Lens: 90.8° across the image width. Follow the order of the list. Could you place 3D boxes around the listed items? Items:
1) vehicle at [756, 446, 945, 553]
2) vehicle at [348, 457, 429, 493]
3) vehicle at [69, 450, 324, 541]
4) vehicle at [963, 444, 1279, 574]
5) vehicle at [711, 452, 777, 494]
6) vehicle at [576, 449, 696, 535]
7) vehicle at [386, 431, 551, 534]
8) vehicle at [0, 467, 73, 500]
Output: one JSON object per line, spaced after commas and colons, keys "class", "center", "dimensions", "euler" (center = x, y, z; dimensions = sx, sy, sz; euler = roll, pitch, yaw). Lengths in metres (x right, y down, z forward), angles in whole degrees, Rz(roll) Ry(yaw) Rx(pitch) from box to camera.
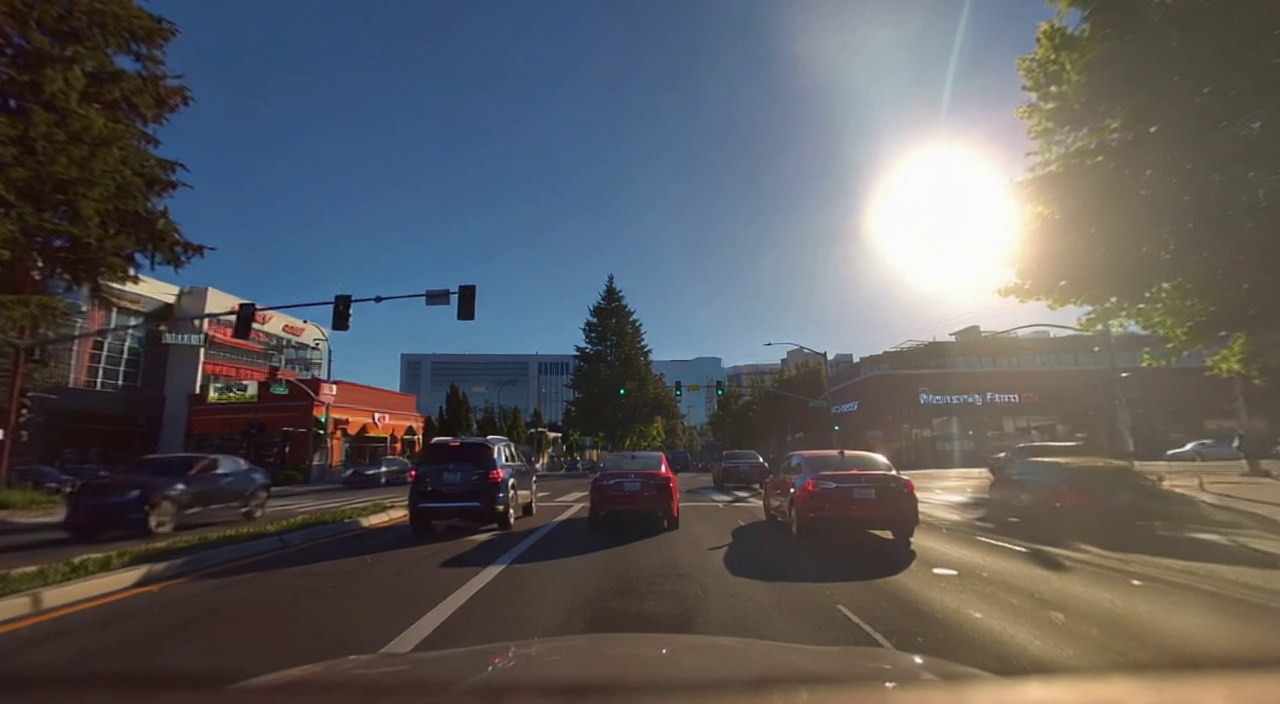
{"class": "vehicle", "center": [3.405, 2.437, 11.192], "dimensions": [2.020, 1.513, 4.120], "euler": [0, -9, 2]}
{"class": "vehicle", "center": [-11.768, 5.757, 29.921], "dimensions": [1.912, 1.477, 4.398], "euler": [0, -9, 2]}
{"class": "vehicle", "center": [-8.592, 2.767, 12.892], "dimensions": [1.976, 1.499, 4.355], "euler": [0, -9, 1]}
{"class": "vehicle", "center": [7.264, 2.213, 9.829], "dimensions": [2.004, 1.508, 4.646], "euler": [0, -9, 0]}
{"class": "vehicle", "center": [4.047, 4.760, 25.257], "dimensions": [1.888, 1.472, 4.528], "euler": [0, -9, 1]}
{"class": "vehicle", "center": [-0.054, 2.759, 13.084], "dimensions": [2.098, 1.477, 3.897], "euler": [0, -9, 1]}
{"class": "vehicle", "center": [-3.445, 2.733, 13.968], "dimensions": [2.160, 1.823, 5.115], "euler": [0, -9, 1]}
{"class": "vehicle", "center": [-34.665, 7.271, 35.024], "dimensions": [4.238, 1.671, 1.898], "euler": [2, -10, -13]}
